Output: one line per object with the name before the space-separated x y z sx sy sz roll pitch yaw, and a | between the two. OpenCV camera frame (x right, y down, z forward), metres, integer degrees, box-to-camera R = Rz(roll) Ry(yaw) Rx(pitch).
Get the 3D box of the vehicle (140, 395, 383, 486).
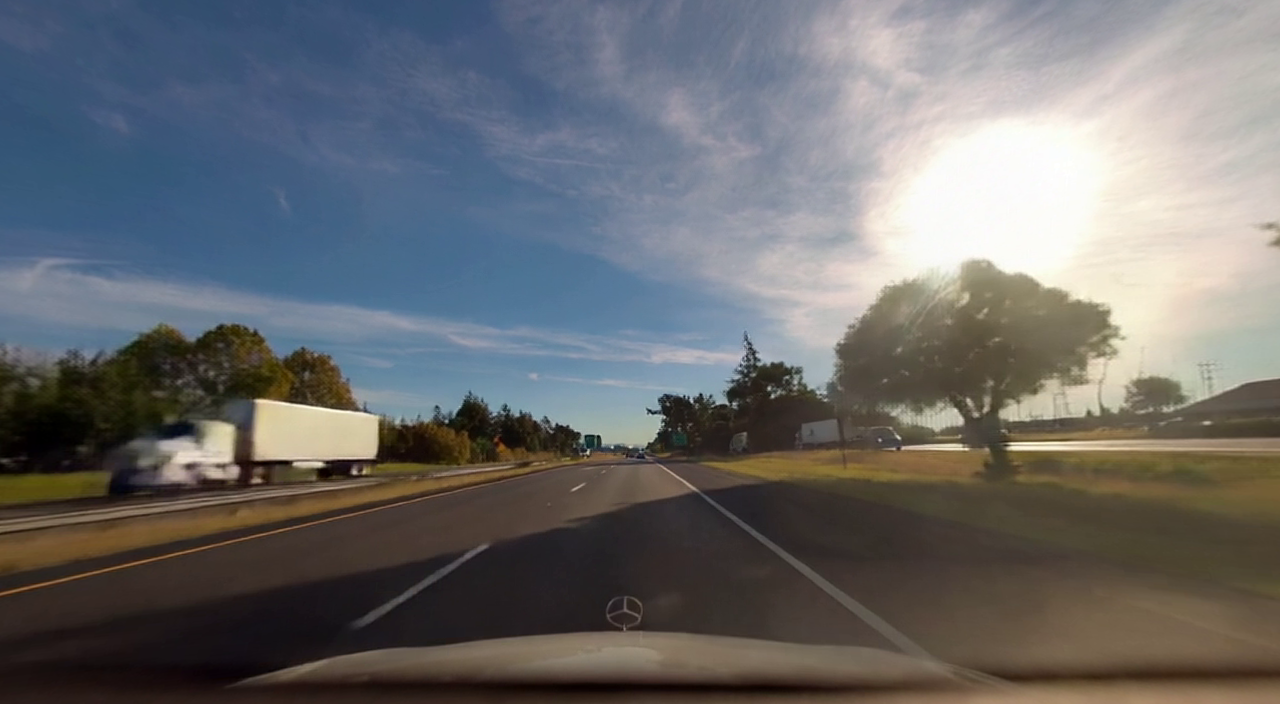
vehicle | -18.063 4.697 32.692 2.928 3.532 15.828 0 -9 0
